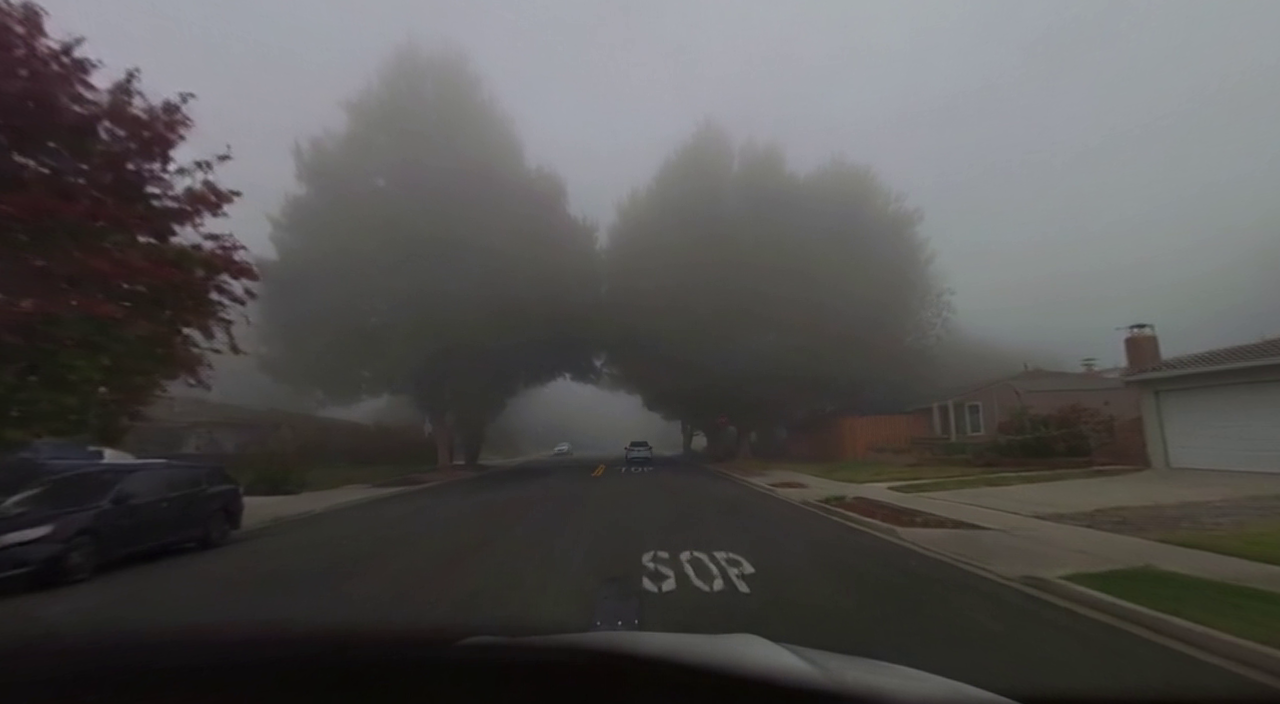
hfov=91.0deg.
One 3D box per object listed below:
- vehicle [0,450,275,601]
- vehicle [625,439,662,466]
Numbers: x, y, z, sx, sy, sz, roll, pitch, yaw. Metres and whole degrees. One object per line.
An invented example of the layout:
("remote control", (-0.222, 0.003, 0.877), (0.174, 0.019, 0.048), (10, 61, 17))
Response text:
("vehicle", (-6.956, 2.085, 8.440), (1.789, 1.481, 3.957), (0, -9, -1))
("vehicle", (0.201, 5.841, 36.637), (2.043, 1.484, 4.340), (0, -9, 0))
